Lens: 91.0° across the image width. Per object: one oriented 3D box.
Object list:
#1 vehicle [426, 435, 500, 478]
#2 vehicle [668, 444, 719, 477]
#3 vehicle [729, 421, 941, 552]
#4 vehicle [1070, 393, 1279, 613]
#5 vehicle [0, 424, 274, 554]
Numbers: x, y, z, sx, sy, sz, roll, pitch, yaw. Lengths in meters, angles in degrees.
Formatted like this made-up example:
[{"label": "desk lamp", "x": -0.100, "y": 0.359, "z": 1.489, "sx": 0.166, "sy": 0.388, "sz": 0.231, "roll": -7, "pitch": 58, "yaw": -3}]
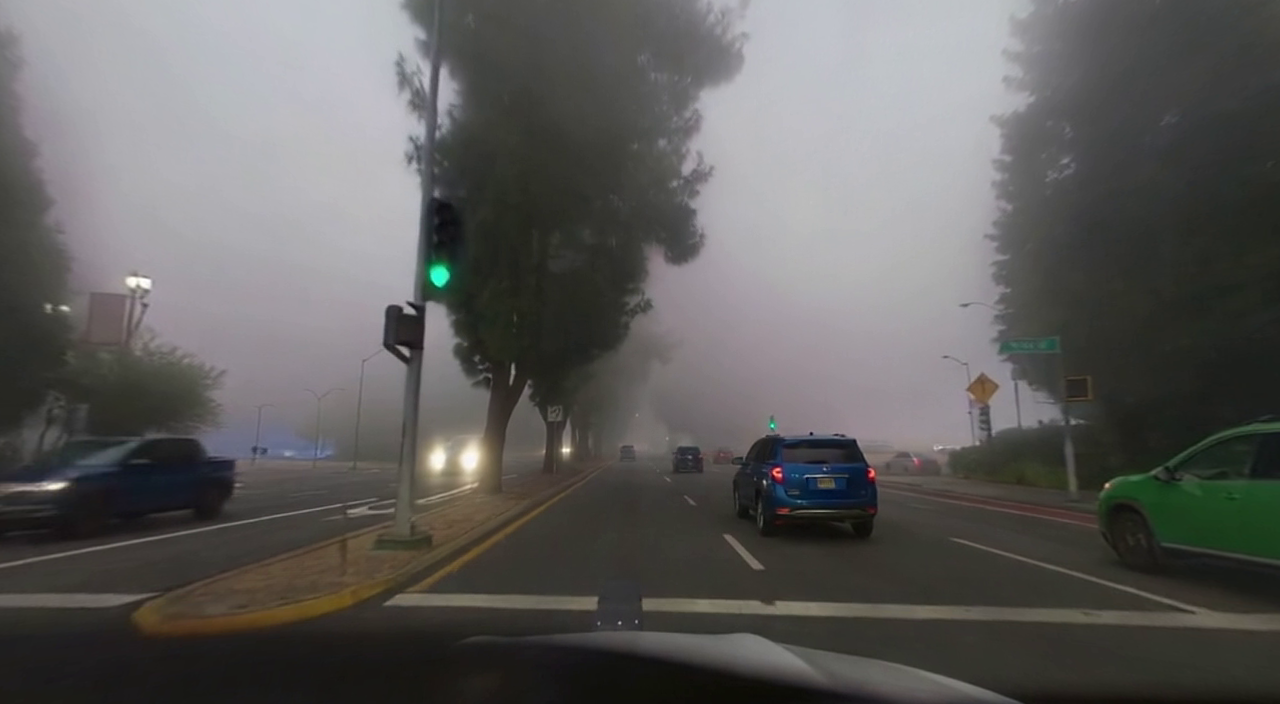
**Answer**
[{"label": "vehicle", "x": -9.191, "y": 5.436, "z": 33.172, "sx": 2.215, "sy": 2.062, "sz": 5.360, "roll": 0, "pitch": -8, "yaw": 1}, {"label": "vehicle", "x": 2.488, "y": 5.179, "z": 30.310, "sx": 1.980, "sy": 1.484, "sz": 4.093, "roll": 1, "pitch": -8, "yaw": -2}, {"label": "vehicle", "x": 2.864, "y": 2.081, "z": 10.402, "sx": 2.075, "sy": 1.698, "sz": 4.142, "roll": 0, "pitch": -8, "yaw": -1}, {"label": "vehicle", "x": 6.392, "y": 1.269, "z": 5.292, "sx": 2.153, "sy": 1.811, "sz": 4.595, "roll": 1, "pitch": -8, "yaw": -2}, {"label": "vehicle", "x": -8.725, "y": 2.164, "z": 10.745, "sx": 2.115, "sy": 1.711, "sz": 4.602, "roll": 0, "pitch": -8, "yaw": 1}]
